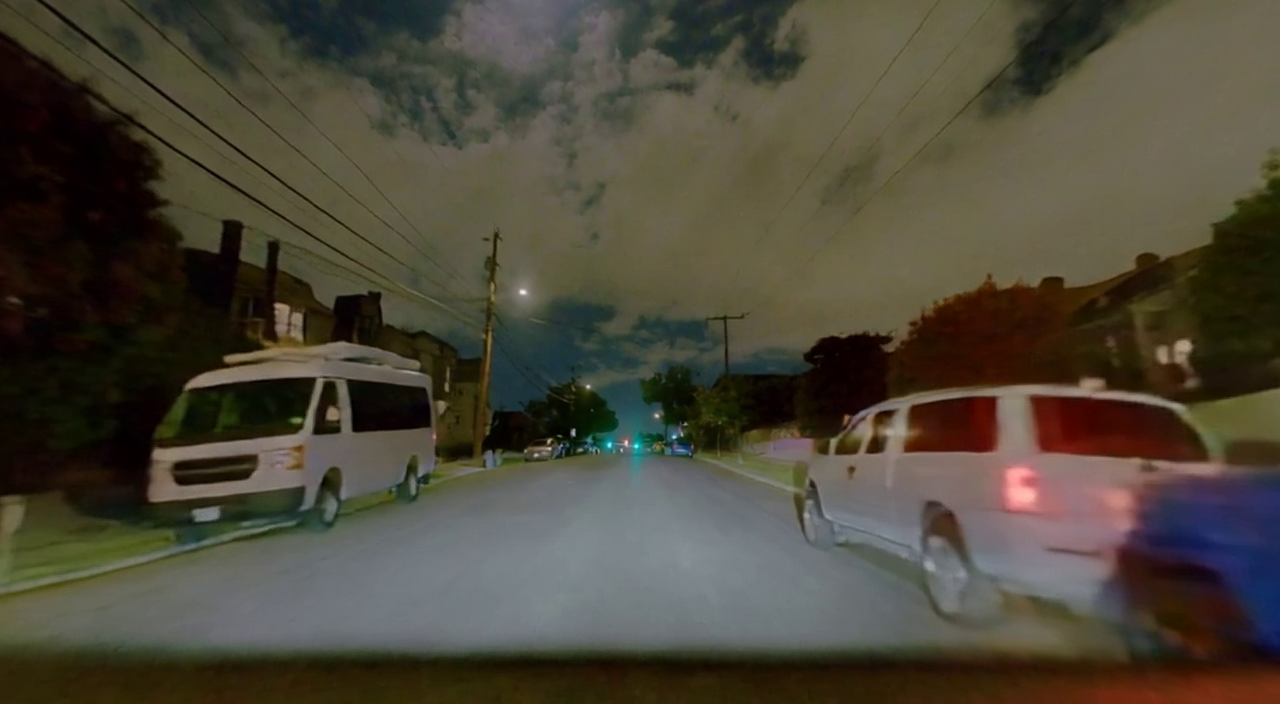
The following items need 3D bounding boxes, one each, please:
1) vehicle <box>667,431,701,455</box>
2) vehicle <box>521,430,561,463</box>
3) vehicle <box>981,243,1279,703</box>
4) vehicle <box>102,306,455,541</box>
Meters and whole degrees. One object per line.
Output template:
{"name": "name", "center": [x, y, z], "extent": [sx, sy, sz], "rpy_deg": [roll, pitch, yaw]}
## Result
{"name": "vehicle", "center": [3.293, 6.966, 48.120], "extent": [2.159, 1.760, 5.345], "rpy_deg": [0, -8, -1]}
{"name": "vehicle", "center": [-7.005, 6.822, 44.997], "extent": [1.947, 1.480, 4.330], "rpy_deg": [-3, -19, 2]}
{"name": "vehicle", "center": [3.374, 0.551, 1.339], "extent": [2.123, 2.123, 5.436], "rpy_deg": [0, -8, -1]}
{"name": "vehicle", "center": [-6.714, 1.469, 13.638], "extent": [3.115, 3.562, 7.695], "rpy_deg": [-1, -6, 0]}
